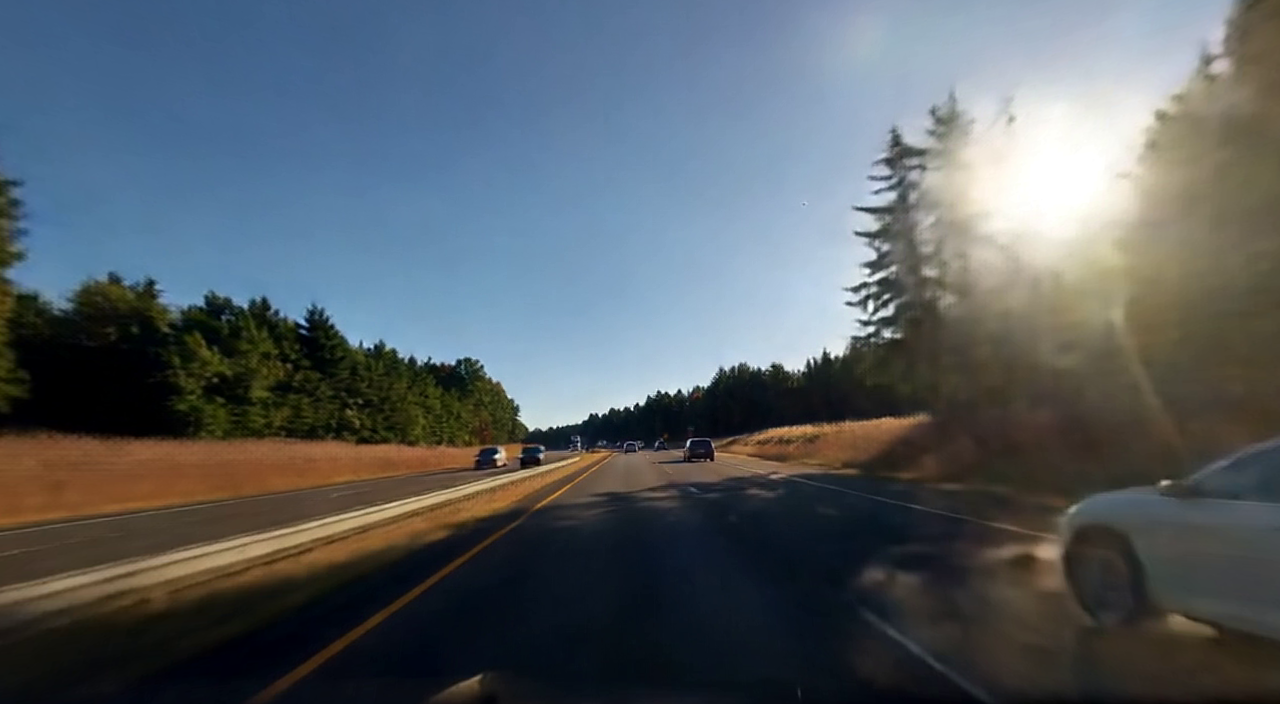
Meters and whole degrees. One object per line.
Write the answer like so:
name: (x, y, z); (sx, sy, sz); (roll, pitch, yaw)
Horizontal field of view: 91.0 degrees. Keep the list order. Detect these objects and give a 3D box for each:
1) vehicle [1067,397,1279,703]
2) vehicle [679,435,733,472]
vehicle: (3.896, 0.841, 2.040); (1.999, 1.501, 4.221); (0, -8, -1)
vehicle: (3.194, 4.995, 31.268); (2.043, 1.673, 4.016); (0, -8, -3)
